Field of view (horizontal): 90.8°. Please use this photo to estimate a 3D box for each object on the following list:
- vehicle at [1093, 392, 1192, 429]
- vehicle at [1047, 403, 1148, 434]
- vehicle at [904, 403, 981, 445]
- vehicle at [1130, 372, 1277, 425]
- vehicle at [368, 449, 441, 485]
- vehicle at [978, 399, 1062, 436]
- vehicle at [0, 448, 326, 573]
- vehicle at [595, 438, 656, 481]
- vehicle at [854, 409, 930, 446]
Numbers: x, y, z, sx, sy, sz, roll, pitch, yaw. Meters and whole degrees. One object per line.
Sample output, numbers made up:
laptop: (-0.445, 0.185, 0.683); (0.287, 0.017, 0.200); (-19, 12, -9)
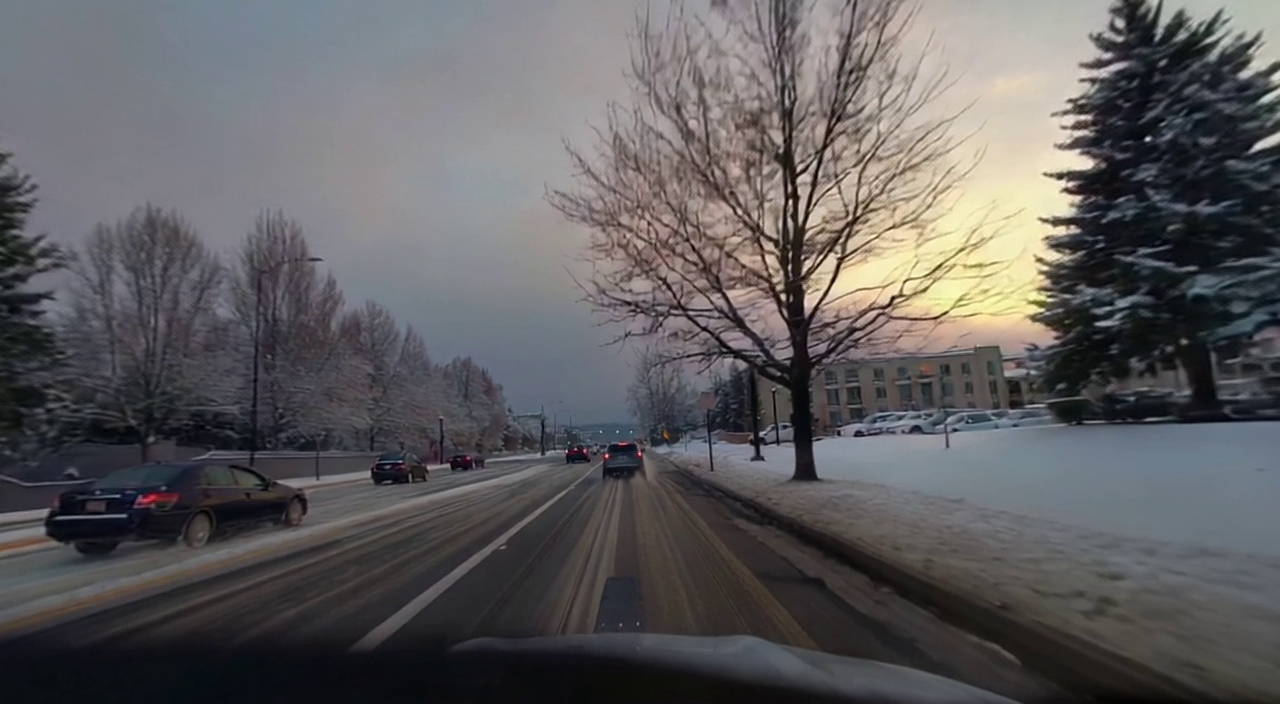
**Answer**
vehicle: (31.771, 3.796, 40.203); (2.074, 1.749, 4.957); (0, -13, -1)
vehicle: (28.982, 4.203, 40.127); (4.753, 1.730, 1.882); (-3, -3, 10)
vehicle: (18.230, 4.424, 38.349); (2.002, 2.015, 4.254); (-8, -8, -6)
vehicle: (34.726, 3.019, 39.364); (2.608, 2.389, 6.582); (-9, -8, -3)
vehicle: (-10.849, 5.308, 29.452); (2.024, 1.484, 4.592); (1, -9, -5)
vehicle: (23.638, 4.143, 39.499); (2.118, 1.724, 4.361); (-8, -8, -5)
vehicle: (-7.016, 2.234, 9.834); (1.906, 1.449, 4.576); (0, -8, 0)
vehicle: (-0.573, 4.016, 23.896); (2.099, 1.469, 4.389); (1, -8, -2)
vehicle: (15.447, 4.774, 39.126); (2.395, 2.028, 5.135); (1, -9, -2)
